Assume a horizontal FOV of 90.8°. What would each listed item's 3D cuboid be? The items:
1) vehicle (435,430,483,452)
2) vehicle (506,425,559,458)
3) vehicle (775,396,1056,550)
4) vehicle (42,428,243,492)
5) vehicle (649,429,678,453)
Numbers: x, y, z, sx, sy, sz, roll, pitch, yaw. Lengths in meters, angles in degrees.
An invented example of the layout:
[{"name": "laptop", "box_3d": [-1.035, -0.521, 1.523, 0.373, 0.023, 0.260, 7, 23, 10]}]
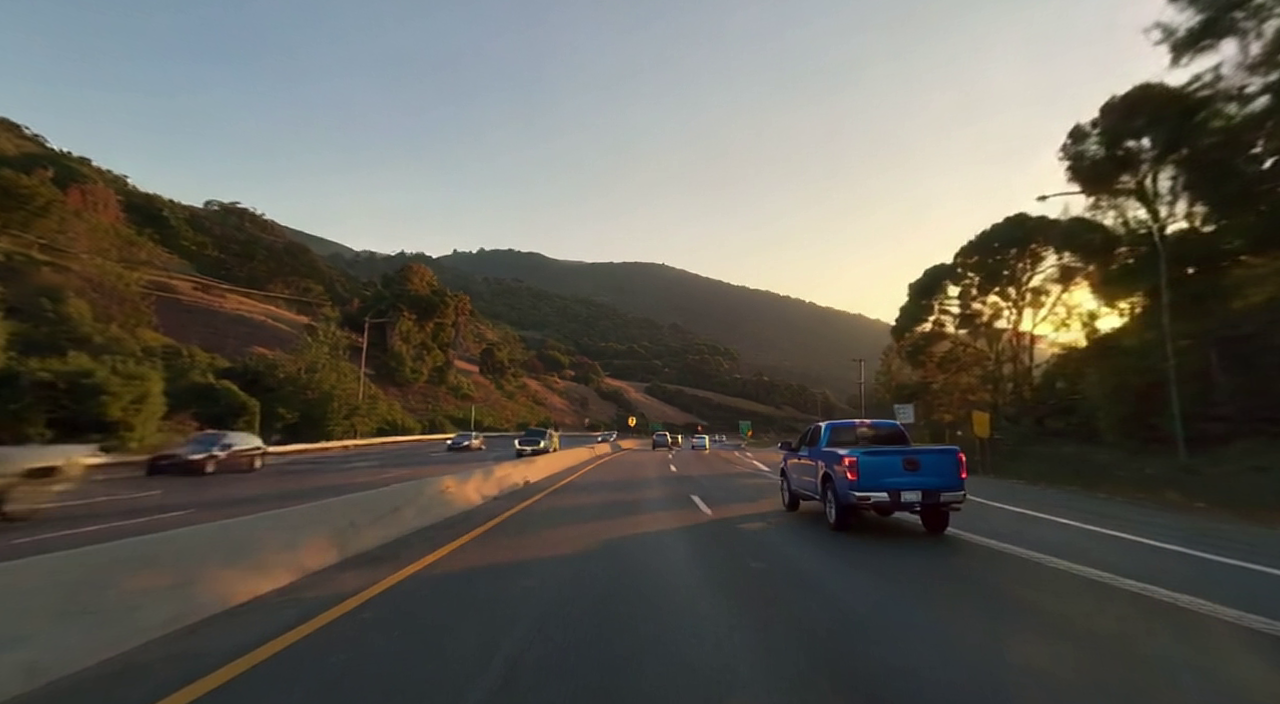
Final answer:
[{"name": "vehicle", "box_3d": [-12.787, 6.316, 44.923, 1.952, 1.469, 4.769, 0, -8, 1]}, {"name": "vehicle", "box_3d": [-6.194, 5.252, 37.061, 2.104, 1.790, 4.792, 0, -8, 2]}, {"name": "vehicle", "box_3d": [3.641, 1.708, 9.603, 2.151, 1.744, 4.709, 0, -8, 0]}, {"name": "vehicle", "box_3d": [-13.704, 2.967, 17.912, 1.890, 1.538, 4.795, -1, -8, -1]}, {"name": "vehicle", "box_3d": [1.833, 6.910, 49.263, 2.186, 1.782, 4.100, 0, -8, 3]}]
